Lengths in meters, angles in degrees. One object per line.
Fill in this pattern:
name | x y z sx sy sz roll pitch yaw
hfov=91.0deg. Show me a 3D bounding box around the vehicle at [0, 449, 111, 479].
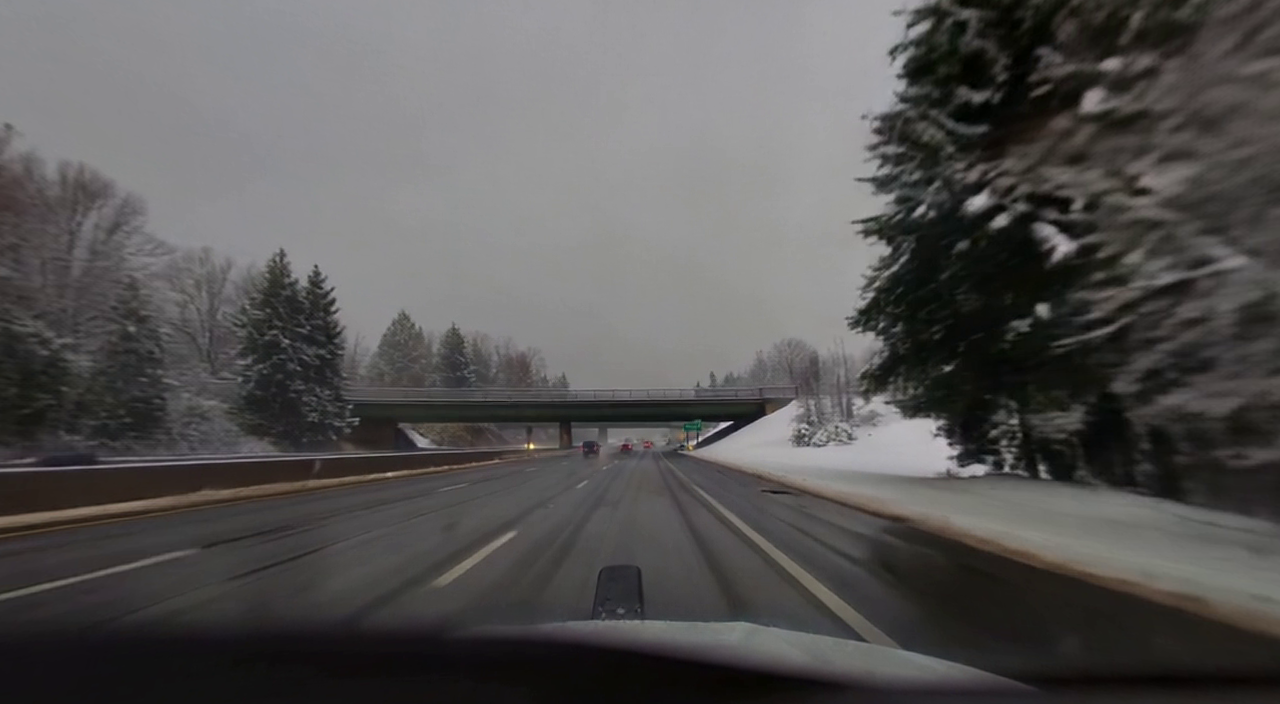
vehicle | -32.320 6.173 35.026 1.844 1.517 4.513 0 -9 0
